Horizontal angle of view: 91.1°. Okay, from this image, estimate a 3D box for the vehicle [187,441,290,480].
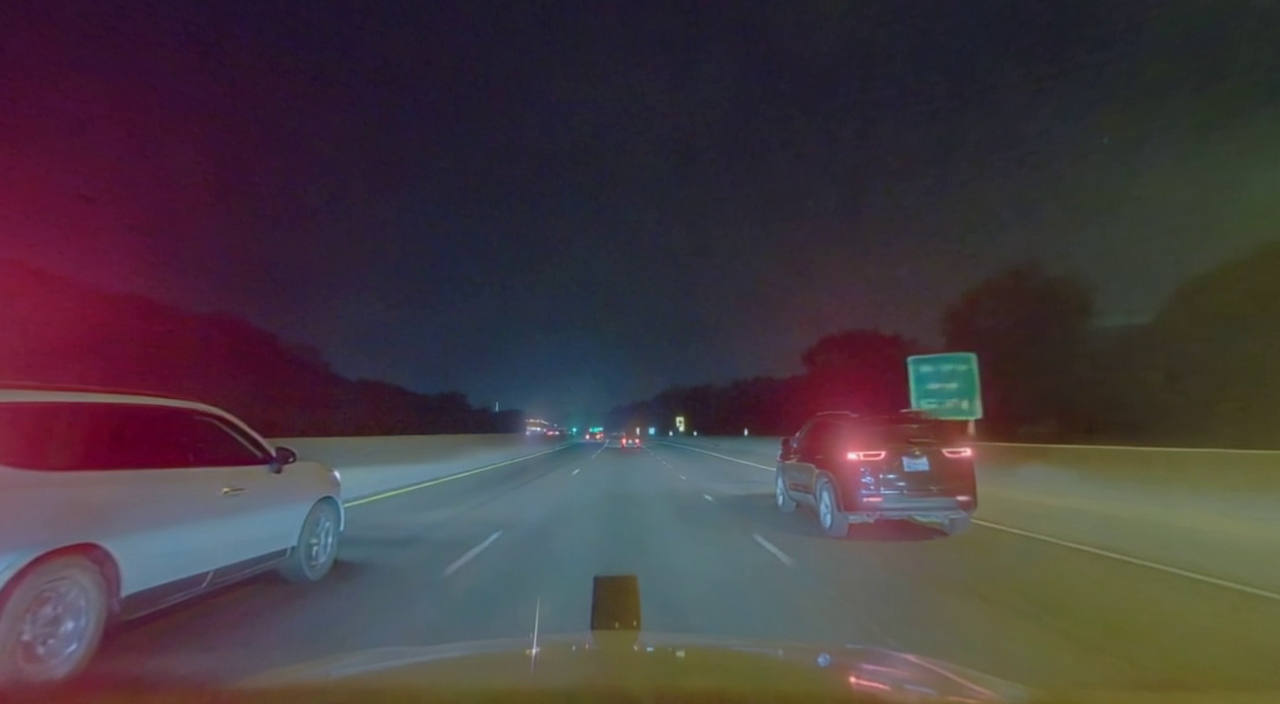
[{"bbox_3d":[-16.774,4.519,26.504,1.784,1.486,3.920,0,-8,-1],"label":"vehicle"}]
